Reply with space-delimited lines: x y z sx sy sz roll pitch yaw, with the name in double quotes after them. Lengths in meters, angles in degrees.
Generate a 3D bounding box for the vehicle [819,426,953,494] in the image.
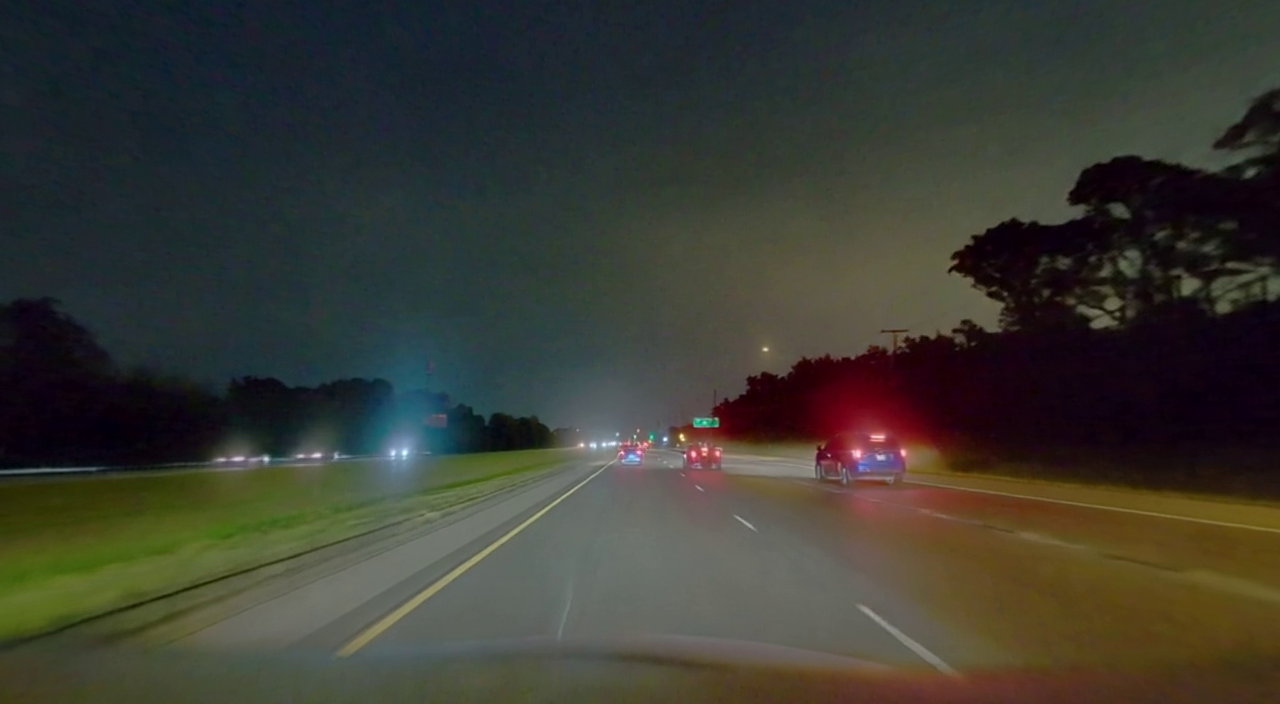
7.283 3.245 19.363 2.114 1.800 4.779 0 -8 -1 "vehicle"

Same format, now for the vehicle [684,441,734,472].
3.498 5.371 32.766 1.978 1.488 4.252 0 -8 -1 "vehicle"

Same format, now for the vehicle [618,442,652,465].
-0.297 6.576 41.069 2.085 1.449 3.860 0 -8 0 "vehicle"

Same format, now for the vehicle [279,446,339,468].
-24.898 7.900 47.701 1.966 1.487 4.820 0 -8 0 "vehicle"

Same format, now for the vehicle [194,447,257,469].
-32.394 8.302 49.520 1.853 1.601 4.465 0 -8 0 "vehicle"
